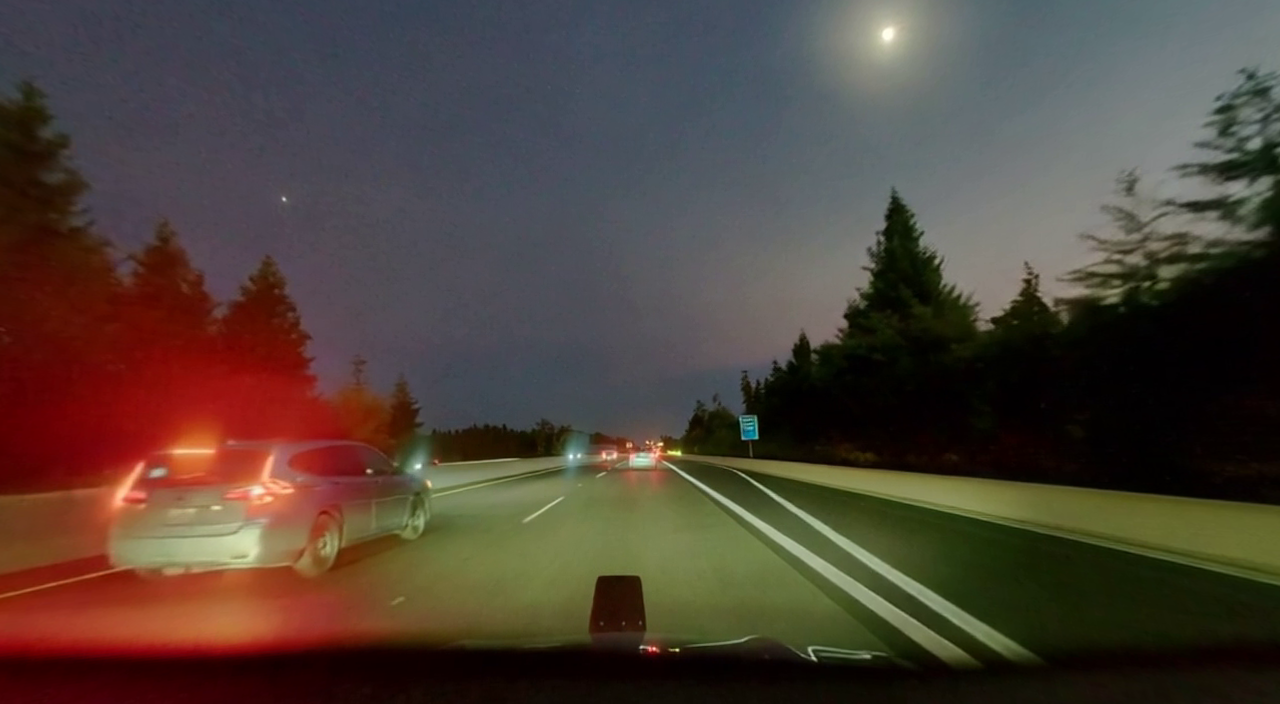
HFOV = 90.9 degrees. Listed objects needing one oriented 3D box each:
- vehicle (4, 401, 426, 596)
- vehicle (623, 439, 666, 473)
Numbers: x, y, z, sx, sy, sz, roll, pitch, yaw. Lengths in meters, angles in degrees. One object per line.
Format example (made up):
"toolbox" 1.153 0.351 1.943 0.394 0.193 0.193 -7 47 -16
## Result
"vehicle" -4.498 1.627 7.818 2.078 1.696 4.437 0 -9 1
"vehicle" 0.222 5.640 34.217 2.172 1.687 3.929 0 -9 0
